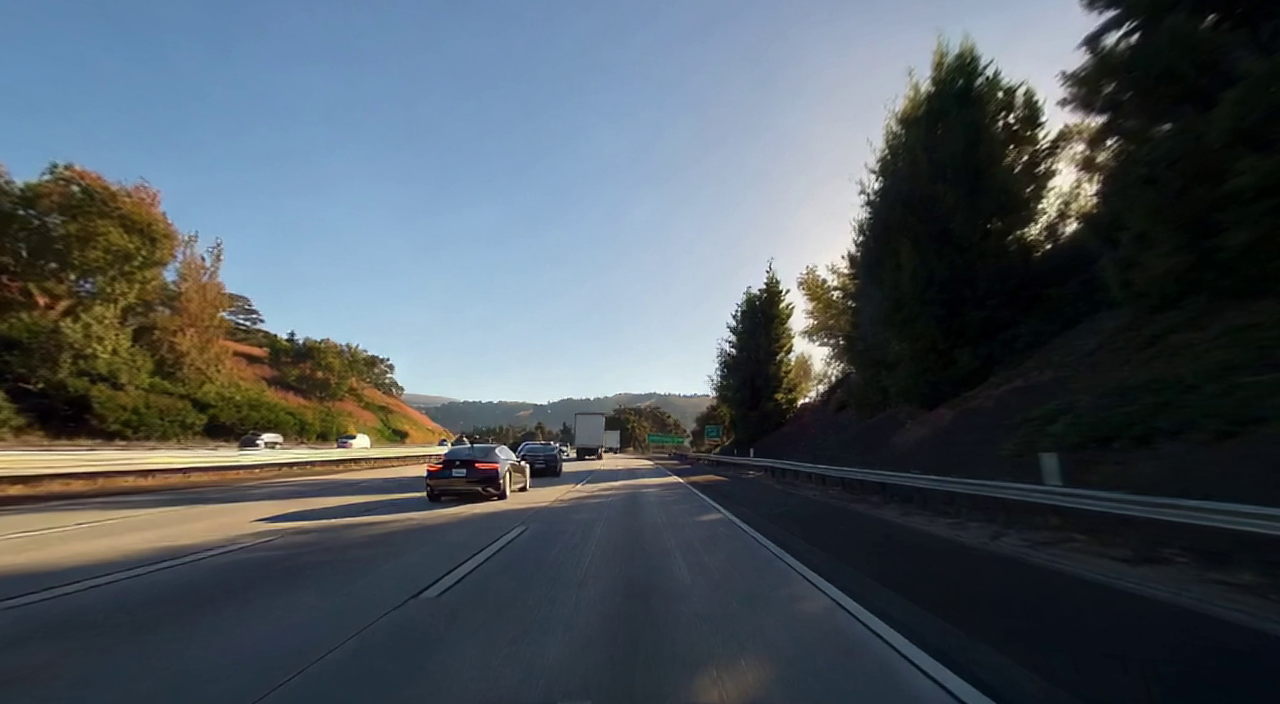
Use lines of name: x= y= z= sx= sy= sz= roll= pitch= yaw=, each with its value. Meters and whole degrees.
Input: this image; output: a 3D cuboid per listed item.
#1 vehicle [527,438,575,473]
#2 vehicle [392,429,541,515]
vehicle: x=-4.764 y=5.585 z=34.243 sx=2.081 sy=1.740 sz=4.268 roll=1 pitch=-9 yaw=-2
vehicle: x=-3.839 y=2.752 z=14.977 sx=2.180 sy=1.685 sz=4.668 roll=0 pitch=-9 yaw=0
